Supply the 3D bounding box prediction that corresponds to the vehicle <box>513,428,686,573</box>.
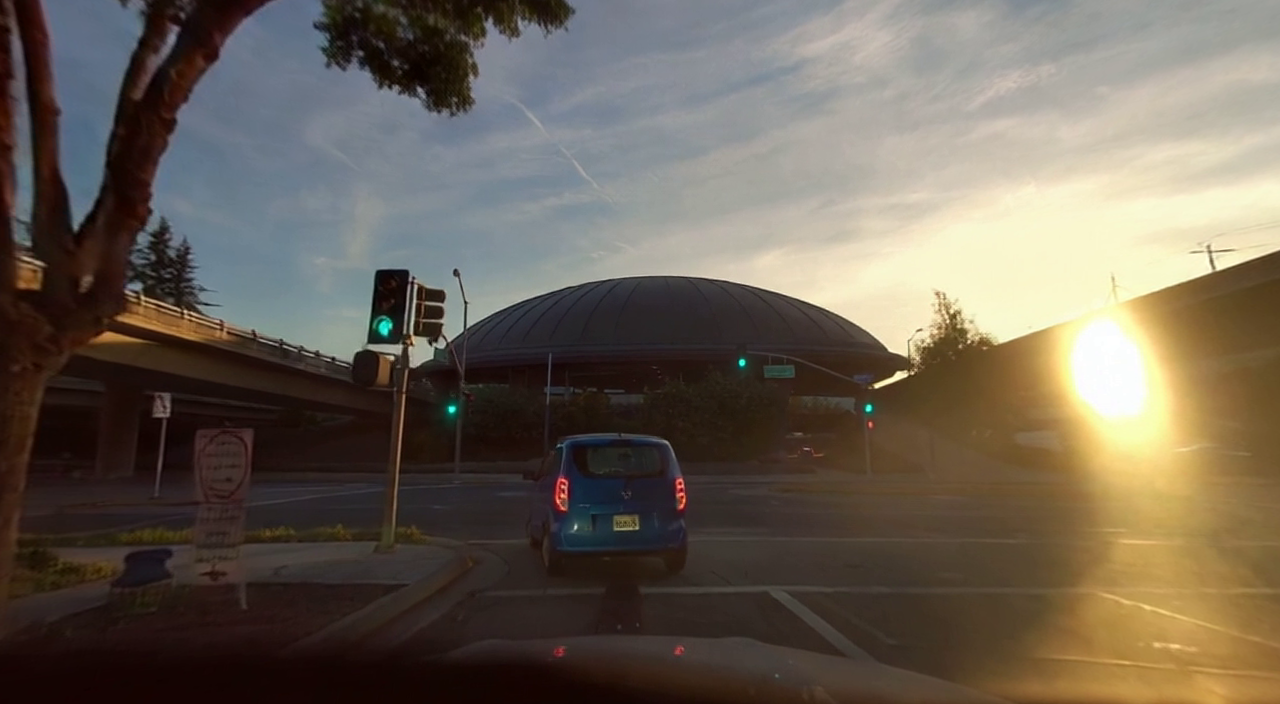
[{"bbox_3d":[-0.785,1.969,9.074,1.976,1.584,3.772,2,-9,-11],"label":"vehicle"}]
